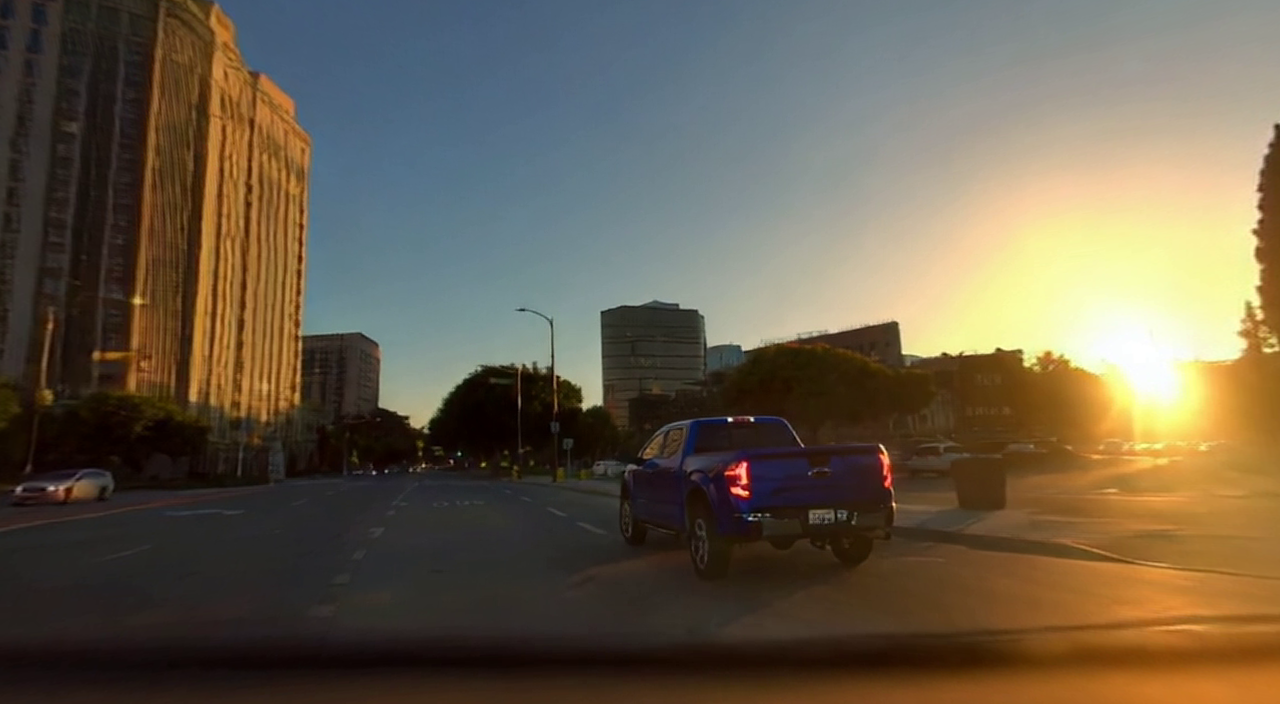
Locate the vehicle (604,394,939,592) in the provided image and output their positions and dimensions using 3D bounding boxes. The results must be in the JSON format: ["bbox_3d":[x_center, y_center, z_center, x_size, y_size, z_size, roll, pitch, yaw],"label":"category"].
[{"bbox_3d":[1.270,1.830,9.280,2.402,1.922,5.677,2,-9,-16],"label":"vehicle"}]

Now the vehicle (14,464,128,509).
[{"bbox_3d":[-25.564,6.002,28.627,2.037,1.725,4.632,3,-9,-18],"label":"vehicle"}]
